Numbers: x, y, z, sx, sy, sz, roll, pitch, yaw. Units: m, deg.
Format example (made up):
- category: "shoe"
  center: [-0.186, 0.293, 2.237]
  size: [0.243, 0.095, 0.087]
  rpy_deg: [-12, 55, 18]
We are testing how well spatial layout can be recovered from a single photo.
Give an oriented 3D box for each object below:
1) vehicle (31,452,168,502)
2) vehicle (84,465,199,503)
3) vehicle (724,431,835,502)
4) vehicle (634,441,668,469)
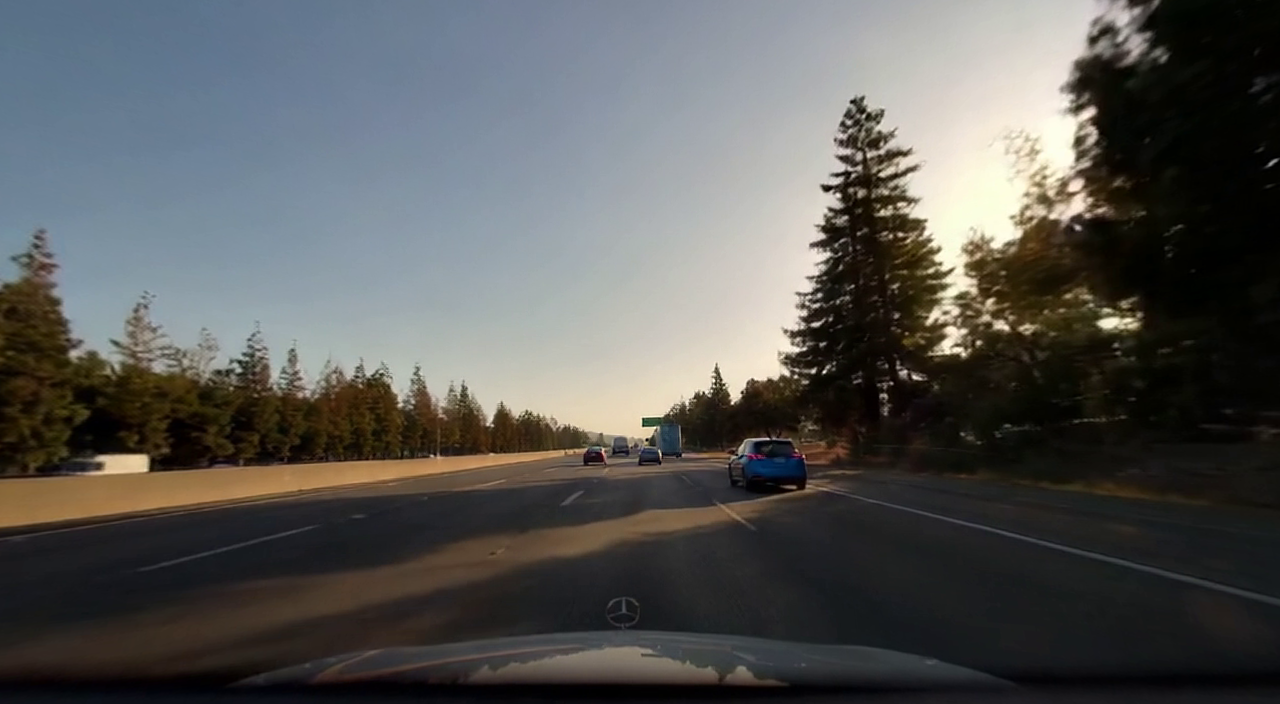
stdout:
- category: "vehicle"
  center: [-28.895, 6.642, 34.027]
  size: [2.301, 2.405, 5.567]
  rpy_deg: [0, -9, 1]
- category: "vehicle"
  center: [-25.242, 6.662, 32.143]
  size: [1.985, 1.648, 4.681]
  rpy_deg: [0, -9, 1]
- category: "vehicle"
  center: [3.700, 3.134, 17.638]
  size: [2.082, 1.720, 4.393]
  rpy_deg: [0, -9, 0]
- category: "vehicle"
  center: [0.714, 7.053, 43.400]
  size: [2.205, 1.785, 4.423]
  rpy_deg: [0, -9, 0]
